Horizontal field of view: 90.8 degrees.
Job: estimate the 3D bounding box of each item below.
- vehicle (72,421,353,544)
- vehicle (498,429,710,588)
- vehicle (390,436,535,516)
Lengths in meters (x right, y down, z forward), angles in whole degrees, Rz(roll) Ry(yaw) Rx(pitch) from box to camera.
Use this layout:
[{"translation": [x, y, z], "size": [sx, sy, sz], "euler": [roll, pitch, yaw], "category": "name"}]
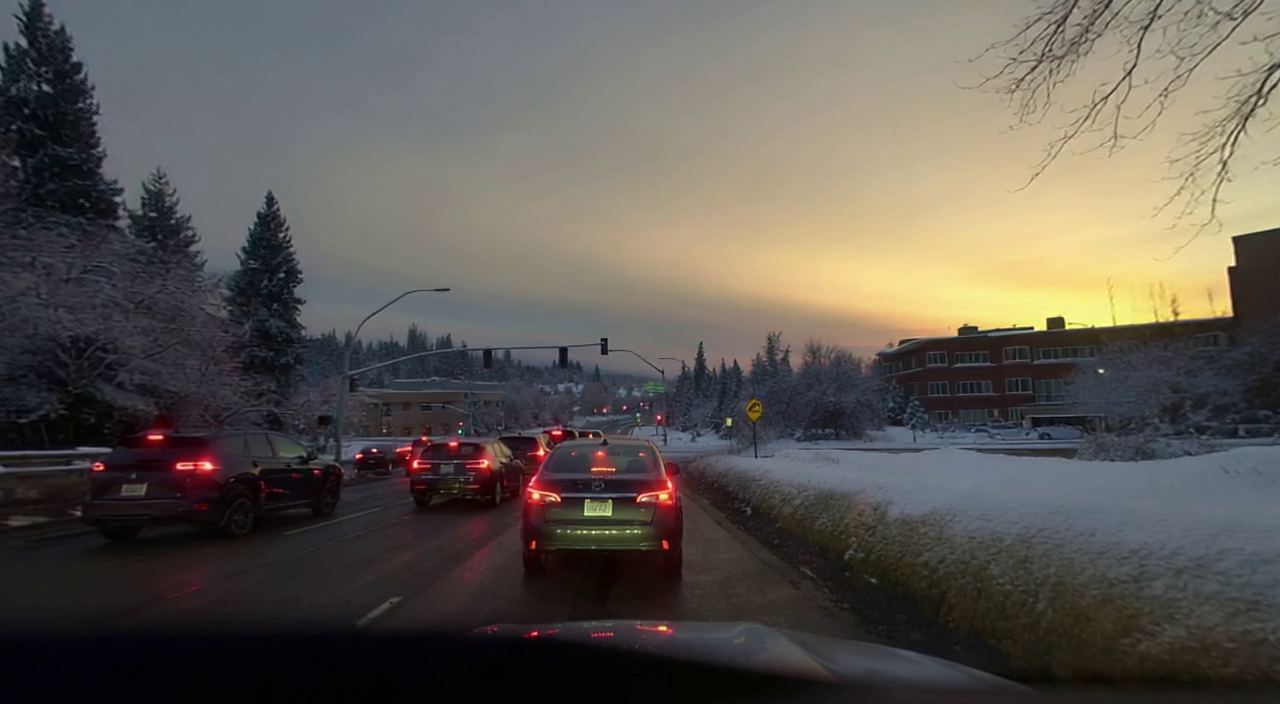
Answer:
[{"translation": [-7.293, 2.243, 11.500], "size": [2.068, 1.784, 4.224], "euler": [0, -9, 1], "category": "vehicle"}, {"translation": [-0.356, 1.830, 8.216], "size": [2.066, 1.544, 3.954], "euler": [0, -8, 0], "category": "vehicle"}, {"translation": [-3.773, 2.715, 14.416], "size": [1.913, 1.521, 4.539], "euler": [0, -9, 1], "category": "vehicle"}]
